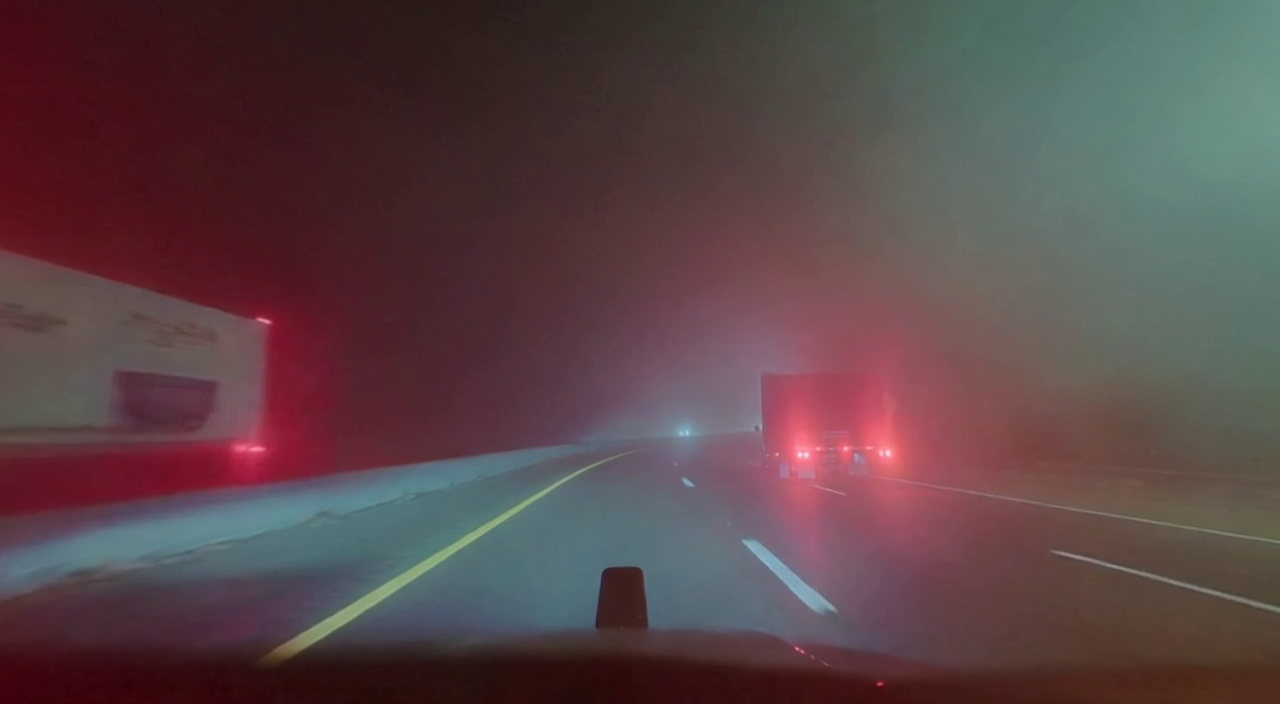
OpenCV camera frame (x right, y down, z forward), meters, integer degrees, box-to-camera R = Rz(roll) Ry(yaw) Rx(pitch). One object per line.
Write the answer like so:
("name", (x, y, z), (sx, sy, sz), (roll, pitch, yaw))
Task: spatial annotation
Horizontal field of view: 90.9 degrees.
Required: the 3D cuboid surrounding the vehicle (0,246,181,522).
("vehicle", (-11.364, -0.148, 5.288), (2.882, 4.213, 15.918), (0, -8, 1))
